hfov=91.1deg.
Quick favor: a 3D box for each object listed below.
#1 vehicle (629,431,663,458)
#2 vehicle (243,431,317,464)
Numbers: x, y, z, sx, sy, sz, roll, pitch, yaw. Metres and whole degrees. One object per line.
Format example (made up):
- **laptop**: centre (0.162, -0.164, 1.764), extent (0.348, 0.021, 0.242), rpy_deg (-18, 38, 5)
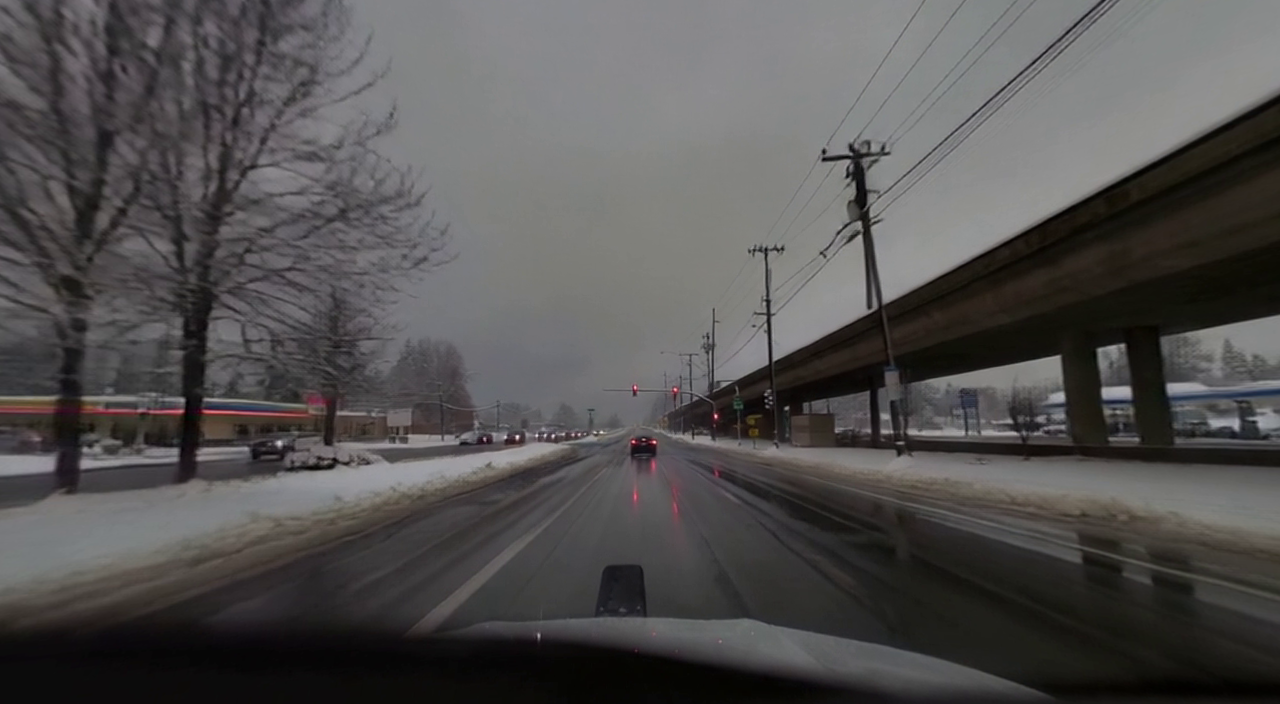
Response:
- **vehicle**: centre (0.357, 5.914, 40.135), extent (2.074, 1.631, 3.793), rpy_deg (0, -8, 0)
- **vehicle**: centre (-23.222, 6.198, 40.746), extent (2.026, 1.965, 4.674), rpy_deg (0, -8, -1)
